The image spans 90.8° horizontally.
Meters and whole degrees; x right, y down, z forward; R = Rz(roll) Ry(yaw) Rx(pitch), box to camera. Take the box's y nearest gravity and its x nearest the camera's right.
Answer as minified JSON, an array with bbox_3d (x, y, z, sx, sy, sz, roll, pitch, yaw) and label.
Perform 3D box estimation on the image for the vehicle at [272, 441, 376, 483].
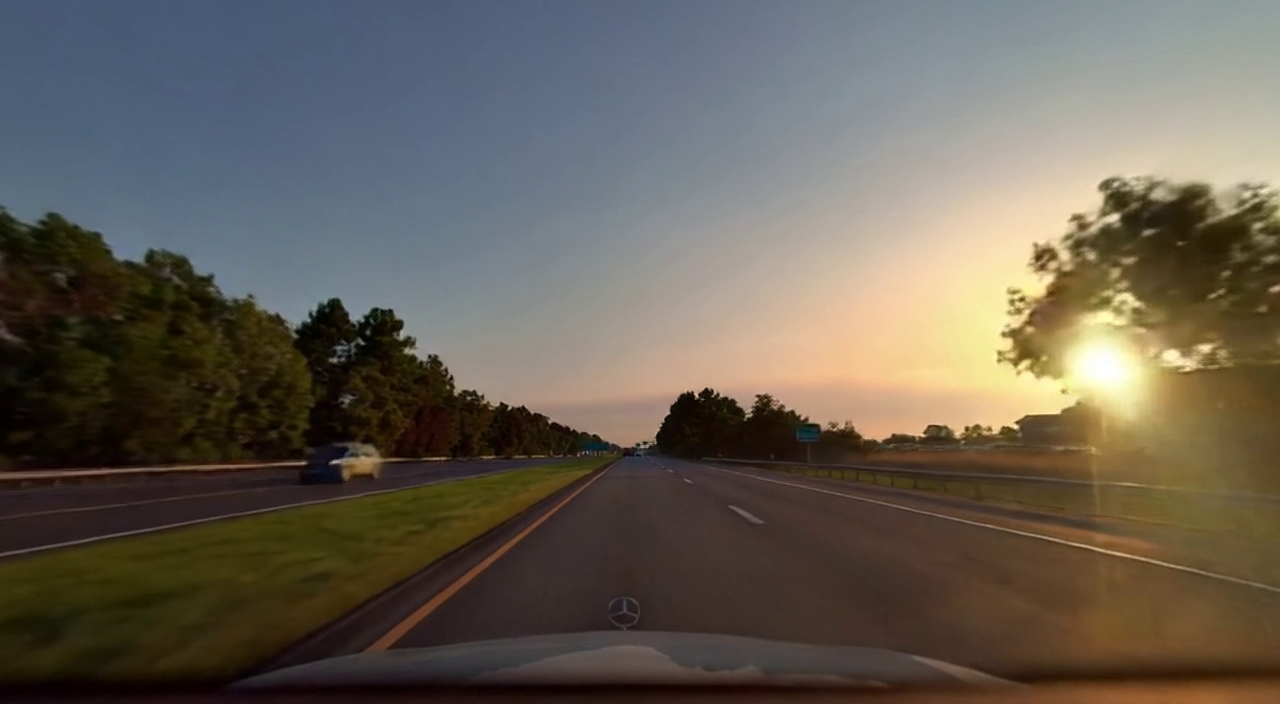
[{"bbox_3d":[-12.143,4.247,24.567,1.835,1.469,4.292,0,-9,0],"label":"vehicle"}]
